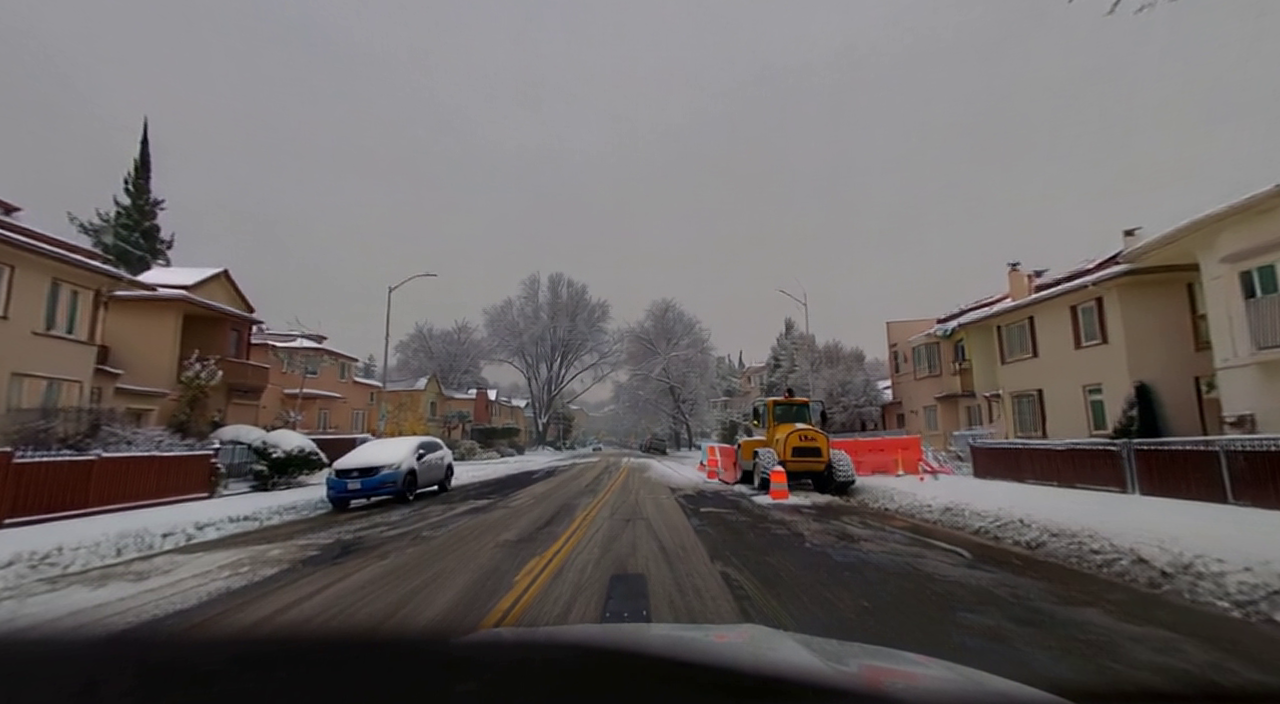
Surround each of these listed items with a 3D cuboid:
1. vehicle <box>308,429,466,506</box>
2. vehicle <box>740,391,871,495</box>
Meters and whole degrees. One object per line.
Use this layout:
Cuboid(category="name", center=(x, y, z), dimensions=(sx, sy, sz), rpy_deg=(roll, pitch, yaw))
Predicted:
Cuboid(category="vehicle", center=(-6.538, 2.994, 17.058), dimensions=(2.220, 1.765, 4.799), rpy_deg=(0, -7, 1))
Cuboid(category="vehicle", center=(4.497, 2.569, 17.848), dimensions=(2.501, 2.613, 3.505), rpy_deg=(1, -8, -5))
